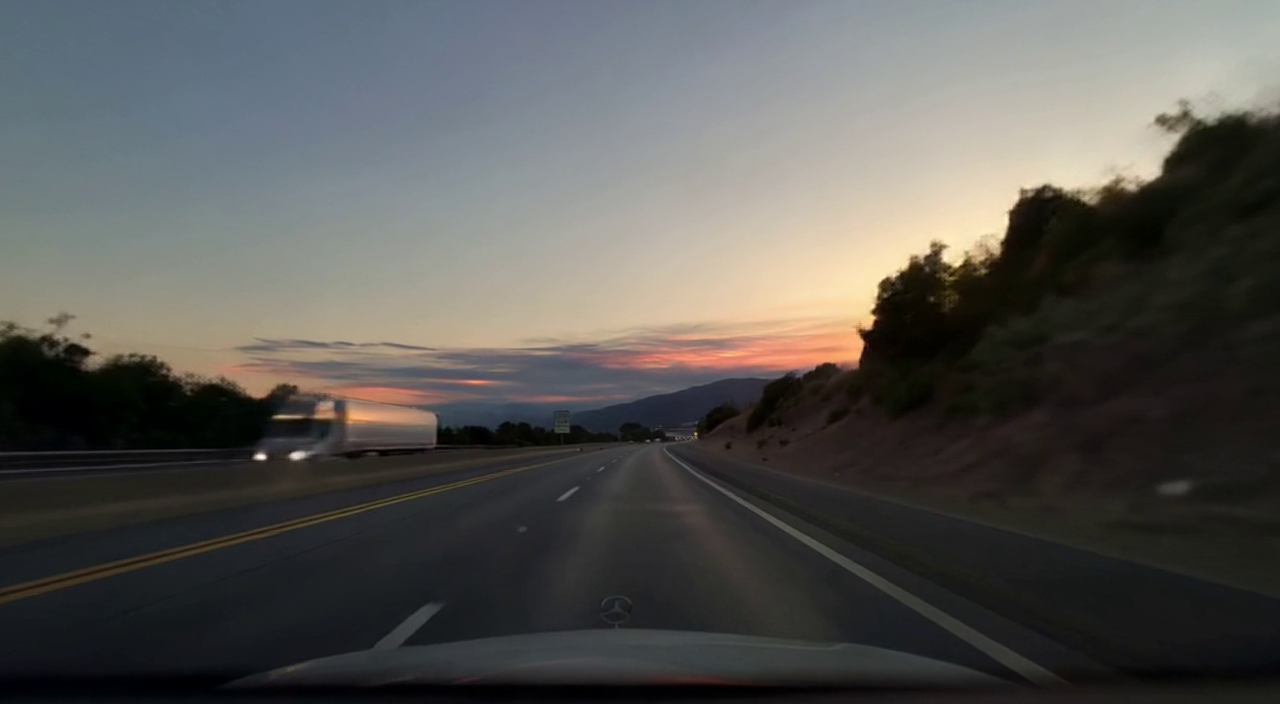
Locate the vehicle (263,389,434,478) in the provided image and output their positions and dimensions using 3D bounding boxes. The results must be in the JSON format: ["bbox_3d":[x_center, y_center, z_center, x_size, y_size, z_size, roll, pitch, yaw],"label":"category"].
[{"bbox_3d":[-15.831,4.775,36.291,3.282,4.100,13.995,0,-8,0],"label":"vehicle"}]
